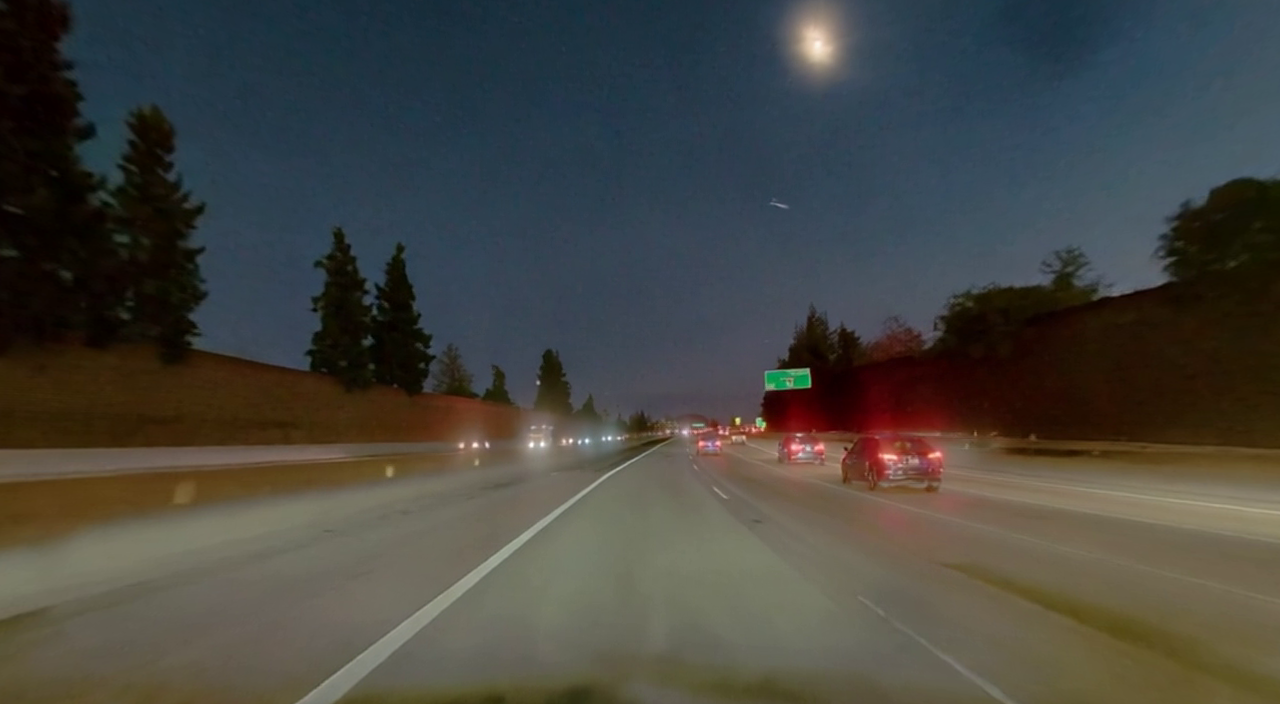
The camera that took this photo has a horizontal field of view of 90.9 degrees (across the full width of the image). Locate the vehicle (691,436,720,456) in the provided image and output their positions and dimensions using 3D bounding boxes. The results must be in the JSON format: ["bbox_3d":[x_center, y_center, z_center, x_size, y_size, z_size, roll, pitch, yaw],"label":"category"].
[{"bbox_3d":[5.077,7.366,49.532,1.926,1.477,4.080,0,-8,2],"label":"vehicle"}]
